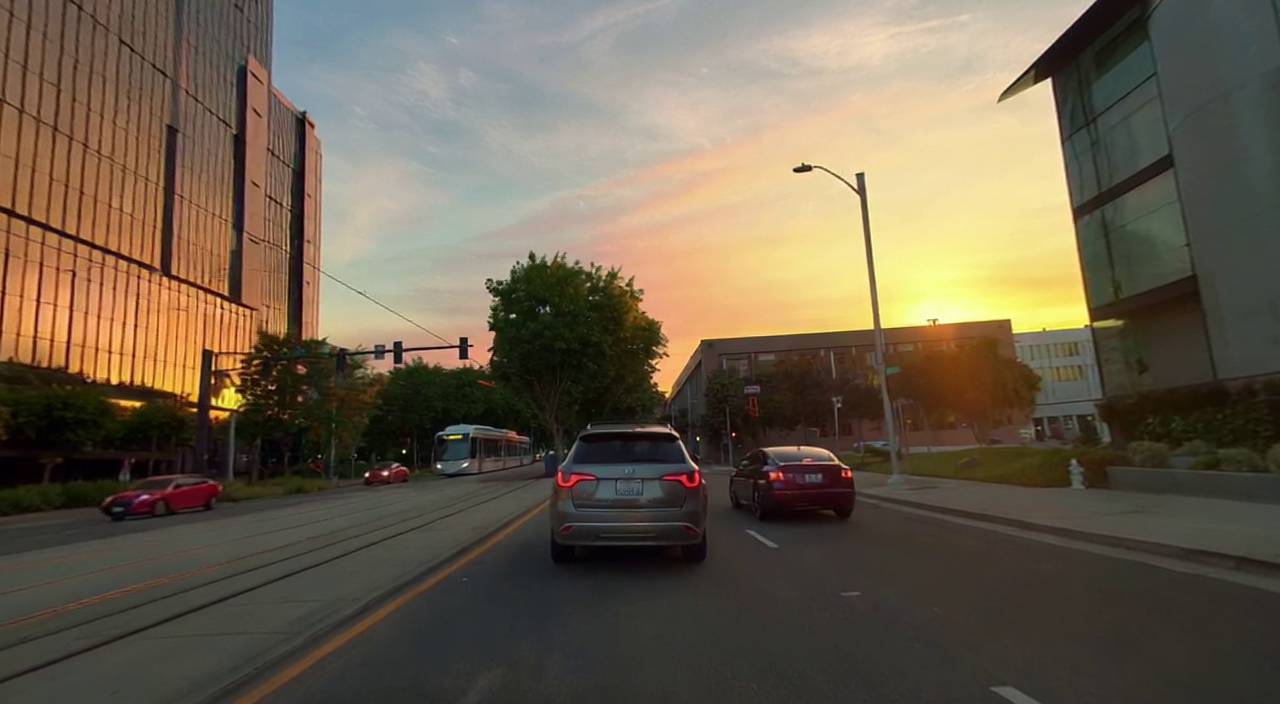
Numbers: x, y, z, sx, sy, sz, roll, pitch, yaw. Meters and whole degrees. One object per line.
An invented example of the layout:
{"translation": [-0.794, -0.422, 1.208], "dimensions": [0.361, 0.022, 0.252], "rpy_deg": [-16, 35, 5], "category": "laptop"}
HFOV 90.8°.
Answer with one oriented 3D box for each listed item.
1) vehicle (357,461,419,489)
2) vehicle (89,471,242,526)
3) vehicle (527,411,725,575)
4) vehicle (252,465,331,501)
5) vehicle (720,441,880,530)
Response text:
{"translation": [-15.565, 7.605, 39.308], "dimensions": [2.077, 1.458, 4.718], "rpy_deg": [0, -8, -3], "category": "vehicle"}
{"translation": [-15.308, 4.724, 20.749], "dimensions": [1.798, 1.409, 4.239], "rpy_deg": [0, -8, -1], "category": "vehicle"}
{"translation": [-0.248, 1.869, 9.164], "dimensions": [2.178, 1.779, 4.255], "rpy_deg": [0, -8, -3], "category": "vehicle"}
{"translation": [-19.678, 7.385, 35.891], "dimensions": [2.066, 1.700, 4.536], "rpy_deg": [0, -9, -3], "category": "vehicle"}
{"translation": [3.000, 2.592, 12.953], "dimensions": [1.993, 1.480, 4.324], "rpy_deg": [0, -8, -2], "category": "vehicle"}
